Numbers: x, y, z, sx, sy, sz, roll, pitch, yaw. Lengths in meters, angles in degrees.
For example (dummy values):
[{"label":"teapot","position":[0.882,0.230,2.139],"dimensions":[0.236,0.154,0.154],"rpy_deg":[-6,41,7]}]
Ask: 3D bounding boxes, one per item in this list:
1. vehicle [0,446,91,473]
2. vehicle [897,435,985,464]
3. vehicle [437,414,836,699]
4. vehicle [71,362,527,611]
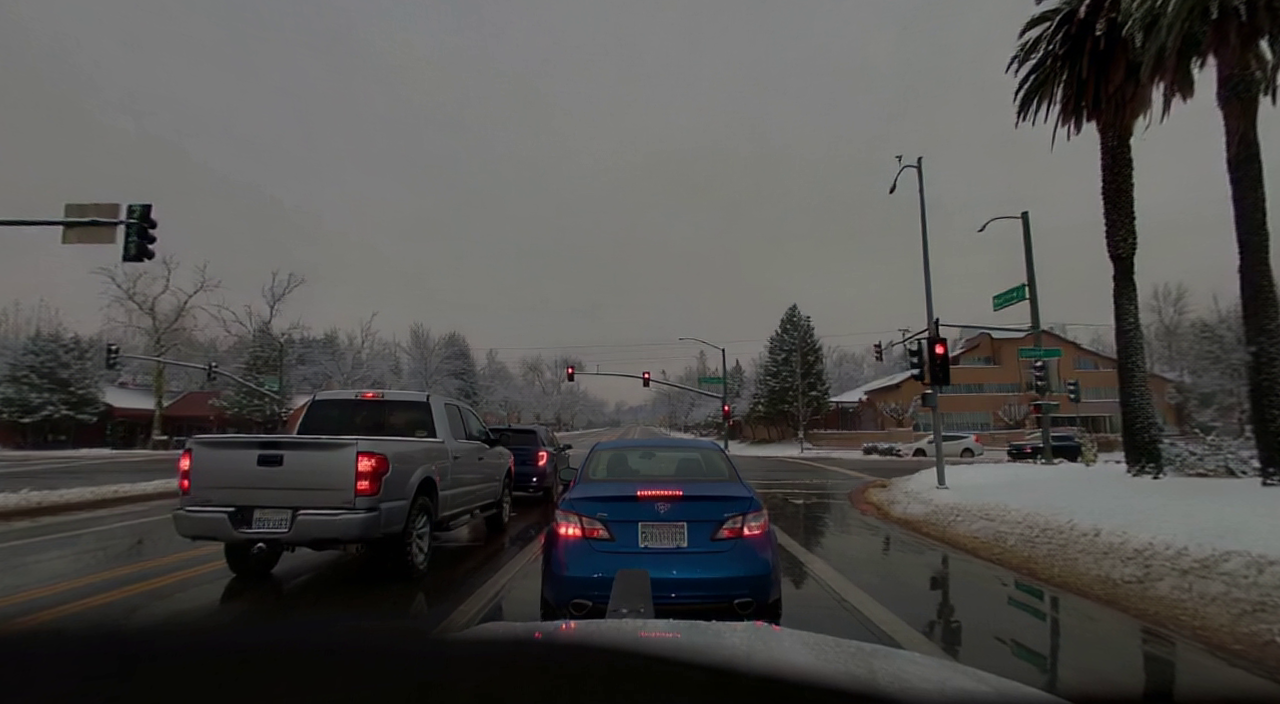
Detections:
[{"label":"vehicle","position":[-37.171,6.632,38.814],"dimensions":[4.576,1.617,1.937],"rpy_deg":[0,-8,2]},{"label":"vehicle","position":[18.751,6.096,39.298],"dimensions":[4.466,1.717,1.963],"rpy_deg":[0,-9,2]},{"label":"vehicle","position":[0.006,1.403,5.499],"dimensions":[2.122,1.501,4.152],"rpy_deg":[0,-8,1]},{"label":"vehicle","position":[-3.251,1.478,7.891],"dimensions":[2.330,1.969,5.626],"rpy_deg":[-1,-8,3]}]
